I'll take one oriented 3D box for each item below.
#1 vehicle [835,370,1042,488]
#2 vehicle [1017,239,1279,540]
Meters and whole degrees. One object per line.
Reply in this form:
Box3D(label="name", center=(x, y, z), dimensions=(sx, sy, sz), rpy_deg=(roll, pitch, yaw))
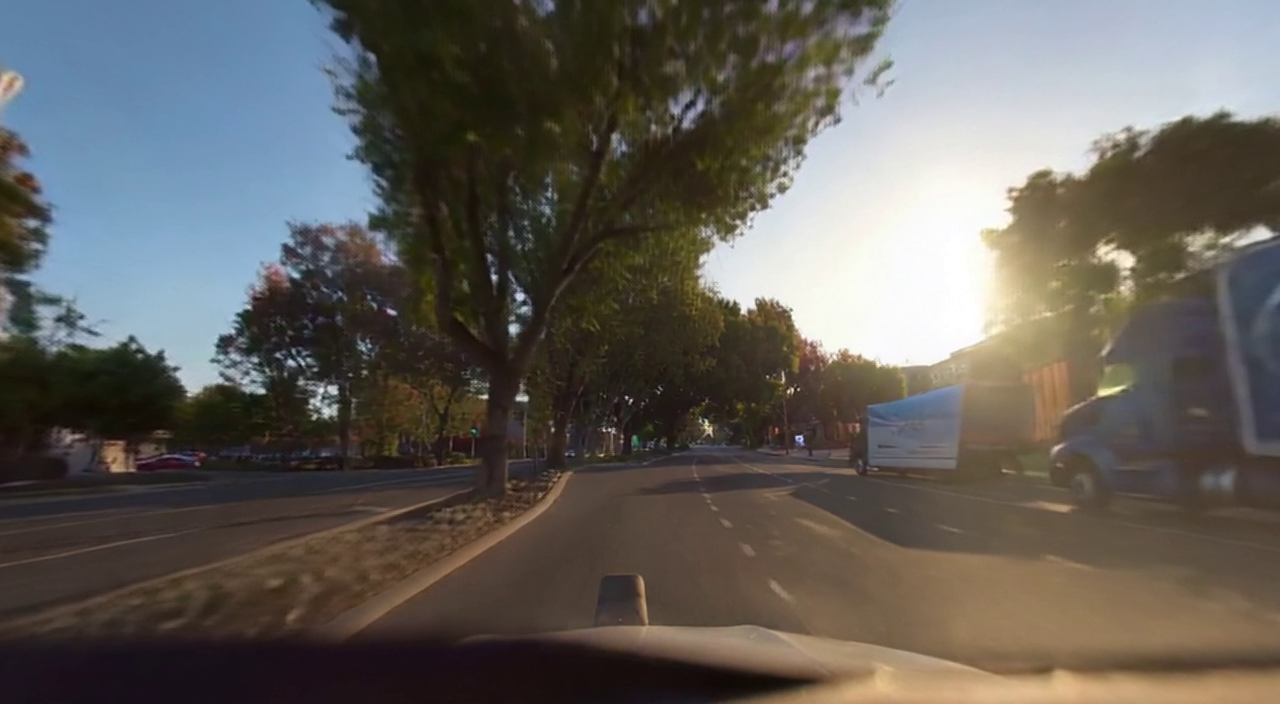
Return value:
Box3D(label="vehicle", center=(10.514, 3.051, 24.184), dimensions=(2.946, 3.506, 10.682), rpy_deg=(0, -8, 1))
Box3D(label="vehicle", center=(10.033, 0.682, 9.653), dimensions=(3.085, 3.951, 8.785), rpy_deg=(0, -8, 0))
